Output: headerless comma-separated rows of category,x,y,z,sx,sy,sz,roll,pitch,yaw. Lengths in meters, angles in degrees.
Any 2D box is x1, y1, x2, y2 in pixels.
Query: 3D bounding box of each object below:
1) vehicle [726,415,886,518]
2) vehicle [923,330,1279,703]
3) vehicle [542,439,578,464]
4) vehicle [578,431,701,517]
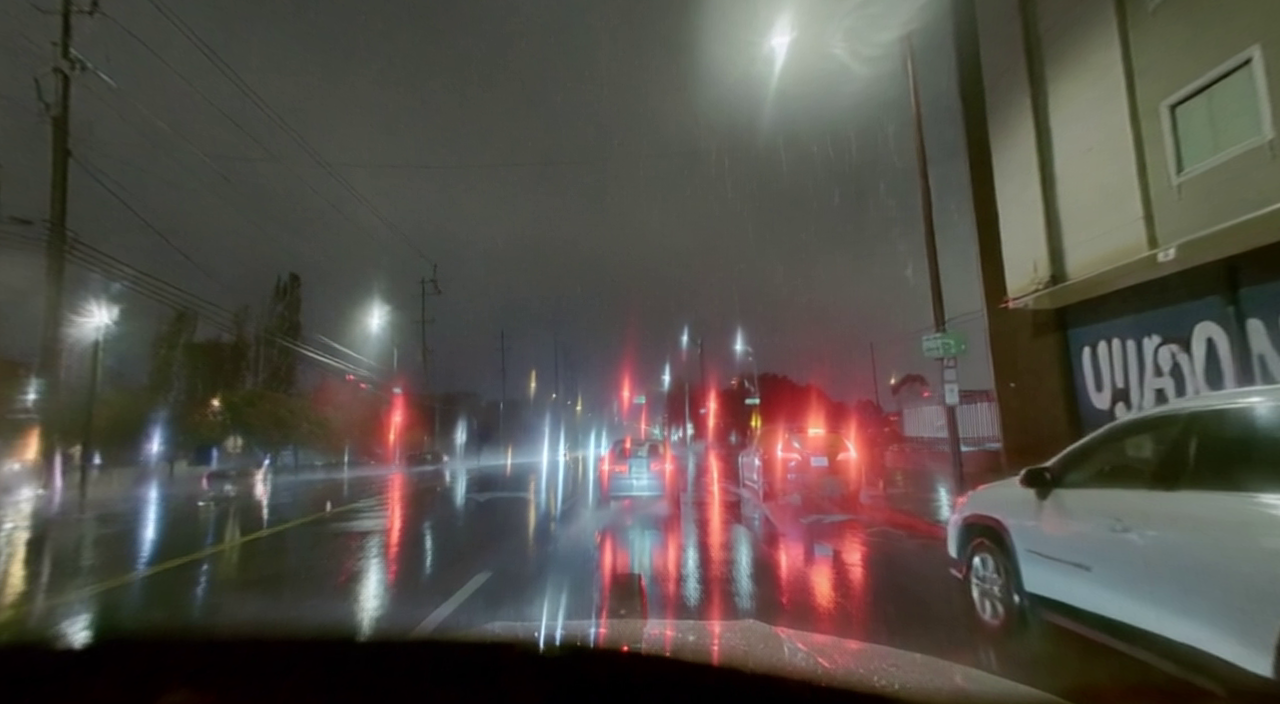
vehicle,3.241,2.356,13.384,2.060,1.783,4.579,0,-9,-1
vehicle,3.282,0.872,2.855,1.938,1.714,4.402,0,-8,1
vehicle,-5.793,7.287,46.035,2.059,1.699,4.252,0,-8,1
vehicle,0.026,2.491,13.365,2.153,1.505,4.452,0,-8,1
